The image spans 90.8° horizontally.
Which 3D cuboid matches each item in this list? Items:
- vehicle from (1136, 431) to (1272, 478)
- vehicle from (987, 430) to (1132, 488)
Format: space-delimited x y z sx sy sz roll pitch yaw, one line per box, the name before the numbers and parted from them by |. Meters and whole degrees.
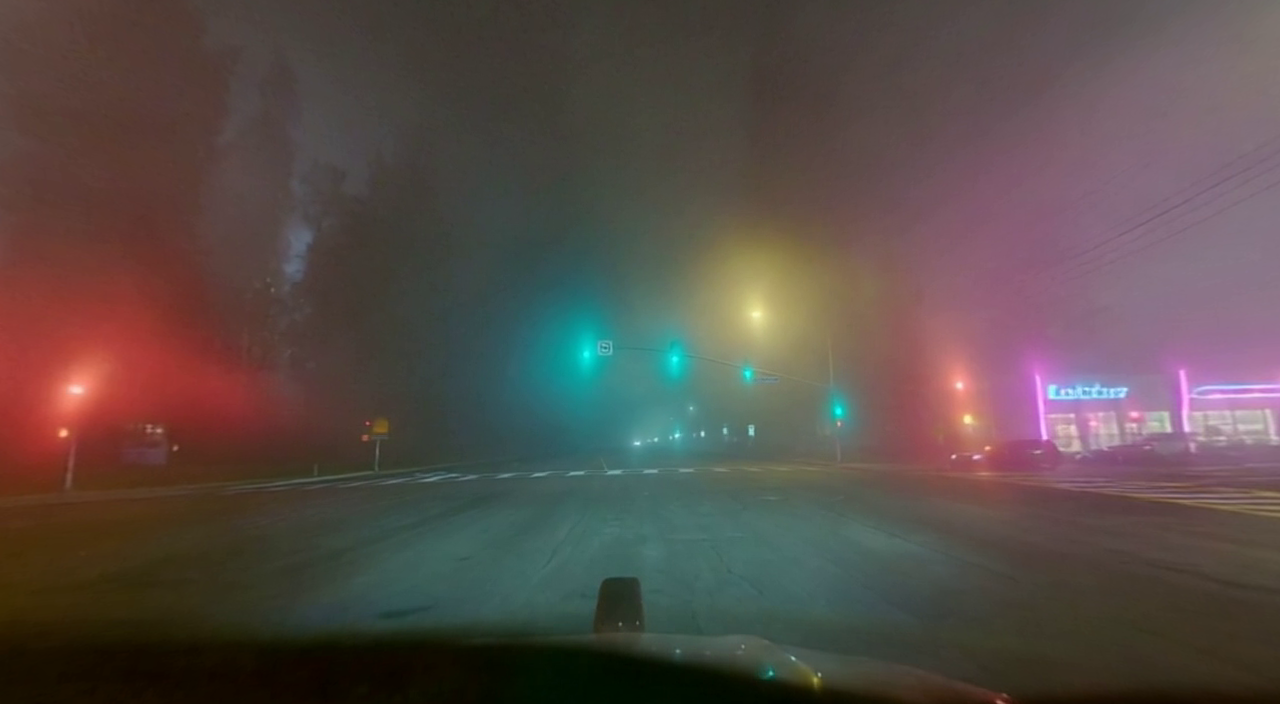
vehicle | 19.662 3.548 22.046 3.942 1.505 1.848 3 -9 -22
vehicle | 13.319 3.362 20.095 3.780 1.496 1.867 0 -8 -21
